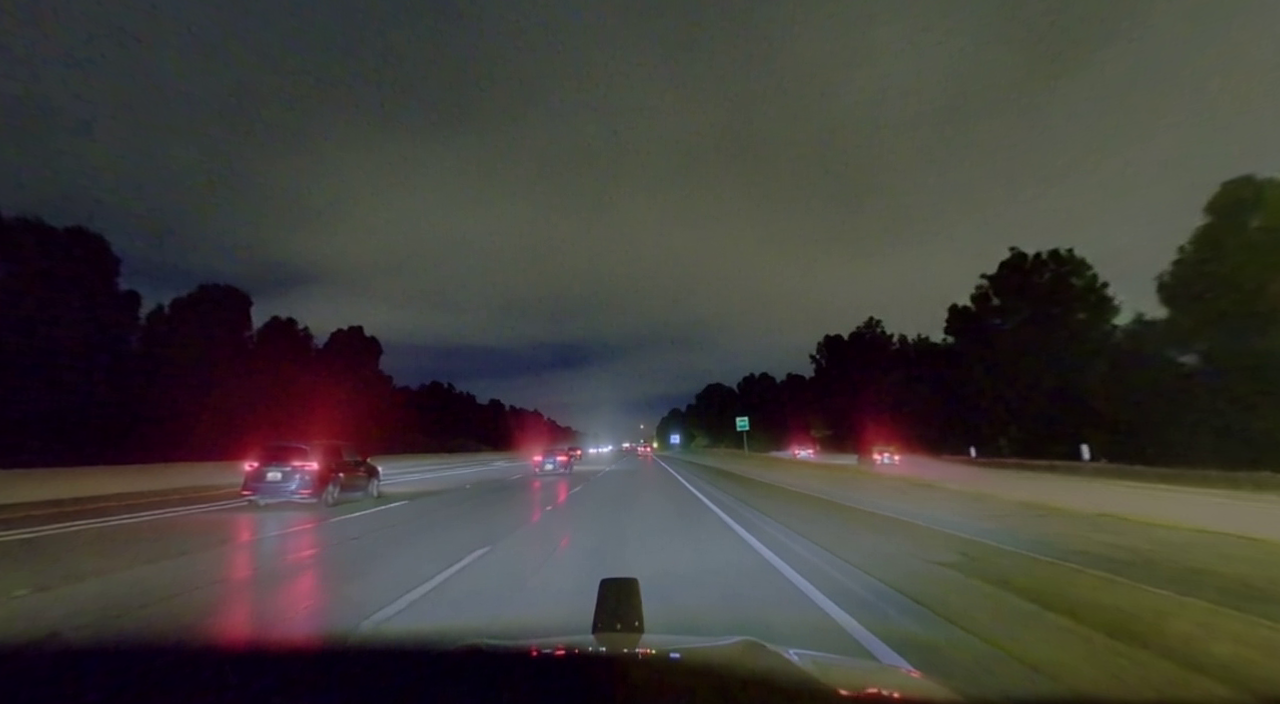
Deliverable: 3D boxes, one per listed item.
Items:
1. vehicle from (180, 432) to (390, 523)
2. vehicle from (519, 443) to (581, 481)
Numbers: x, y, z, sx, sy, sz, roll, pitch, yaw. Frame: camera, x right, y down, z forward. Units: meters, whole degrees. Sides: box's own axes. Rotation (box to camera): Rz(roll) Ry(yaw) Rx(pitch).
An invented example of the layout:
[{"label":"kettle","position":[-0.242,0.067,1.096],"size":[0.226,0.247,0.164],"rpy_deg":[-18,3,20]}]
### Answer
[{"label":"vehicle","position":[-7.232,2.581,13.461],"size":[2.007,1.616,4.141],"rpy_deg":[0,-9,1]},{"label":"vehicle","position":[-4.045,5.026,29.050],"size":[2.104,1.558,4.639],"rpy_deg":[0,-9,1]}]
